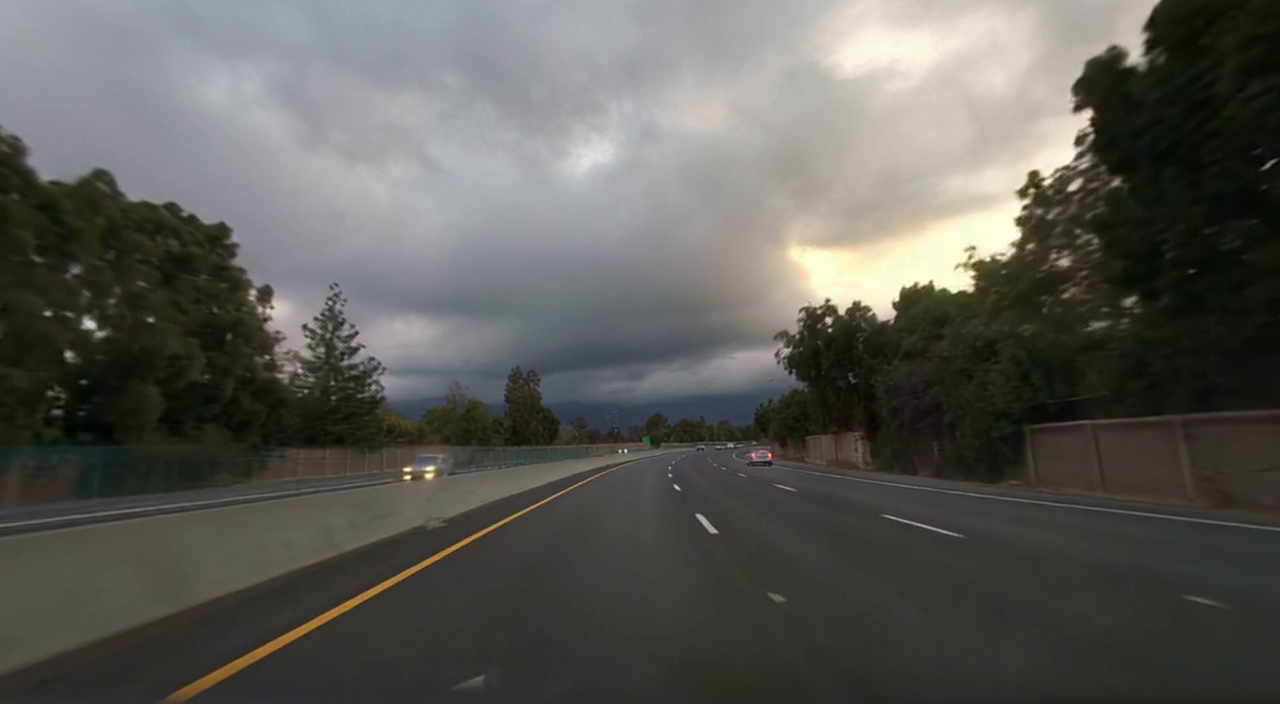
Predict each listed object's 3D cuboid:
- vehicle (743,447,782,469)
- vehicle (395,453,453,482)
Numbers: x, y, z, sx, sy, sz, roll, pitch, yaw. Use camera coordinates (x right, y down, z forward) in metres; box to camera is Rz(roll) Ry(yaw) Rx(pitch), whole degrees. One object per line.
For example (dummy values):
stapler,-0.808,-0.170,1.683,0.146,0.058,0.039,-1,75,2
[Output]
vehicle,8.947,7.796,46.396,1.983,1.486,4.545,-1,-9,0
vehicle,-12.129,6.506,35.614,1.876,1.462,3.677,-1,-9,2
